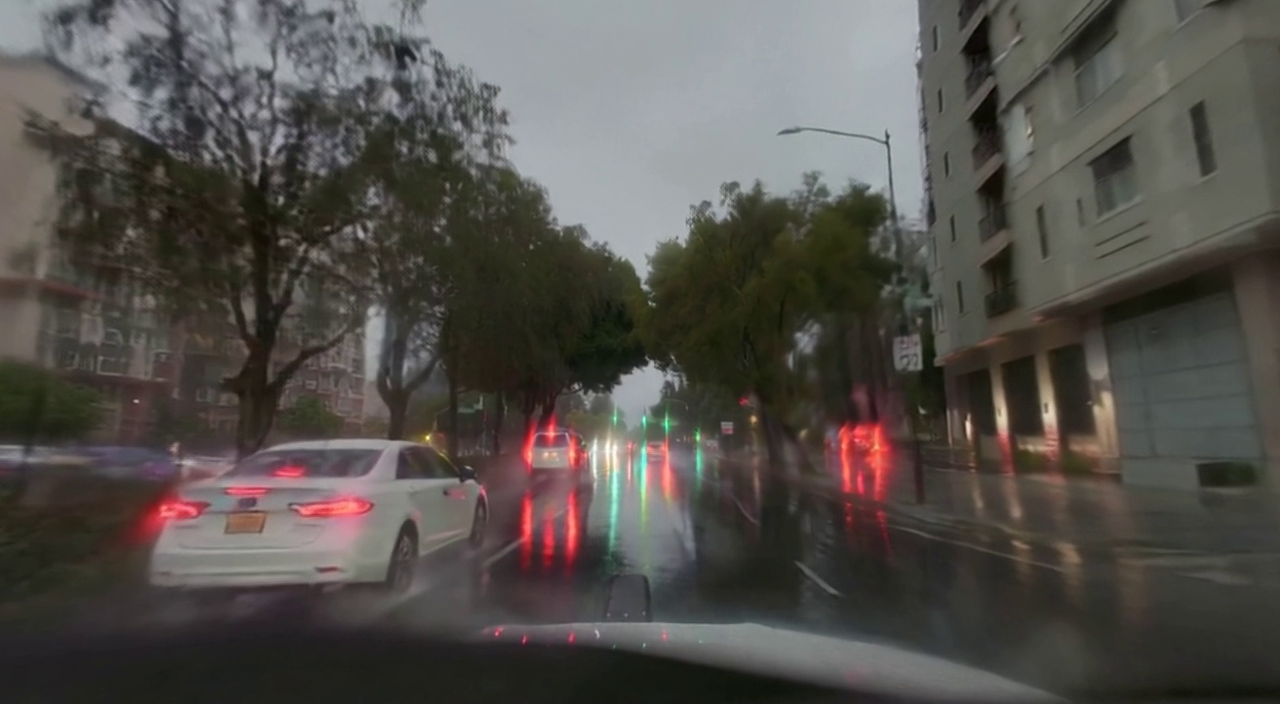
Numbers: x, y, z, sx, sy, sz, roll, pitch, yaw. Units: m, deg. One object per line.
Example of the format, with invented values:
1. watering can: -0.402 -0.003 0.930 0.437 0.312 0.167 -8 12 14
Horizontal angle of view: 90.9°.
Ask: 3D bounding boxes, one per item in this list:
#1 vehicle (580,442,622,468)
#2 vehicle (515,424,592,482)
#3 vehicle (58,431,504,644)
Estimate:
1. vehicle: -2.326 6.282 38.661 2.246 1.481 4.146 0 -9 2
2. vehicle: -3.180 3.854 24.189 2.152 1.987 4.527 0 -9 2
3. vehicle: -2.878 1.567 6.413 1.959 1.406 4.272 0 -9 1
